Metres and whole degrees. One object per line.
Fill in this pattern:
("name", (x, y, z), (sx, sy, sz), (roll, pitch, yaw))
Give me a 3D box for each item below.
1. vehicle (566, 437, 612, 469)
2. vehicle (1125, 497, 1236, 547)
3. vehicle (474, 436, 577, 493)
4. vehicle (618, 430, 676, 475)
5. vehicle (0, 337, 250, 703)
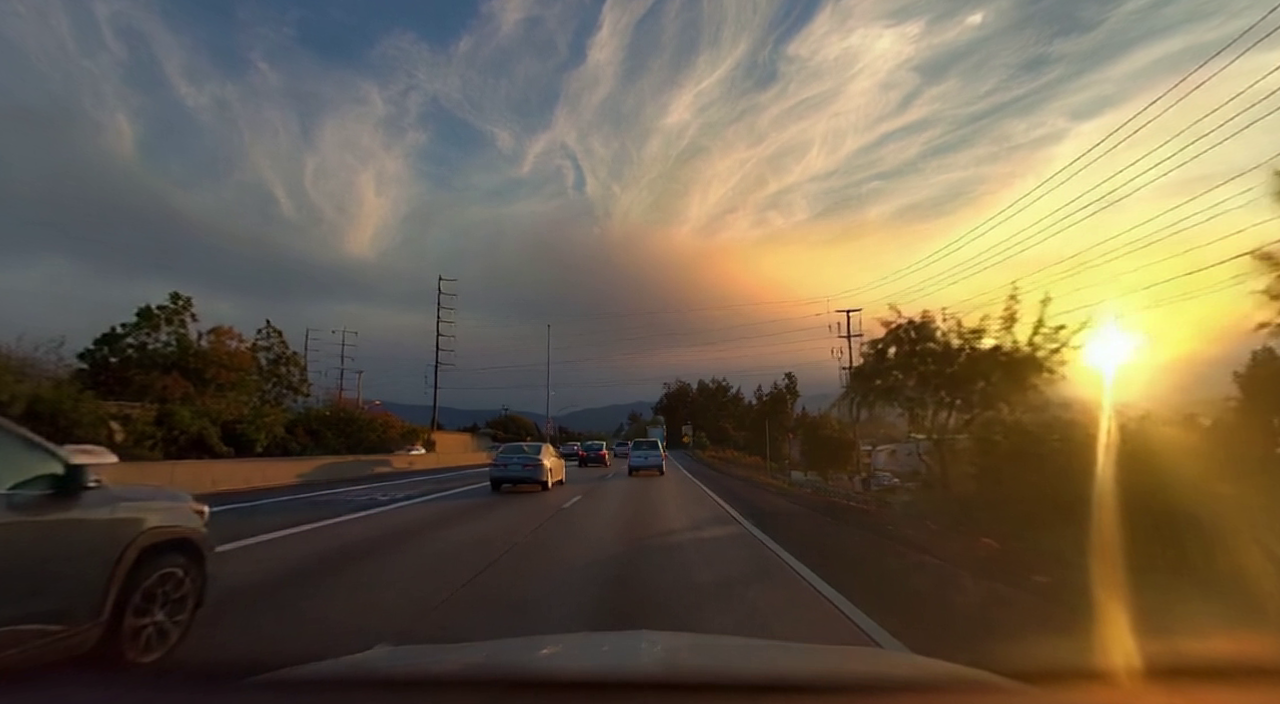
("vehicle", (-2.867, 5.814, 36.535), (2.051, 1.695, 4.731), (-1, -8, 3))
("vehicle", (30.652, 9.576, 36.056), (2.164, 2.048, 5.656), (-2, -8, 11))
("vehicle", (-3.233, 3.290, 18.826), (2.092, 1.464, 4.466), (0, -8, 2))
("vehicle", (0.334, 4.361, 27.502), (2.319, 1.813, 4.274), (0, -8, 1))
("vehicle", (-3.824, 0.730, 2.087), (2.104, 1.754, 4.515), (0, -8, 1))
